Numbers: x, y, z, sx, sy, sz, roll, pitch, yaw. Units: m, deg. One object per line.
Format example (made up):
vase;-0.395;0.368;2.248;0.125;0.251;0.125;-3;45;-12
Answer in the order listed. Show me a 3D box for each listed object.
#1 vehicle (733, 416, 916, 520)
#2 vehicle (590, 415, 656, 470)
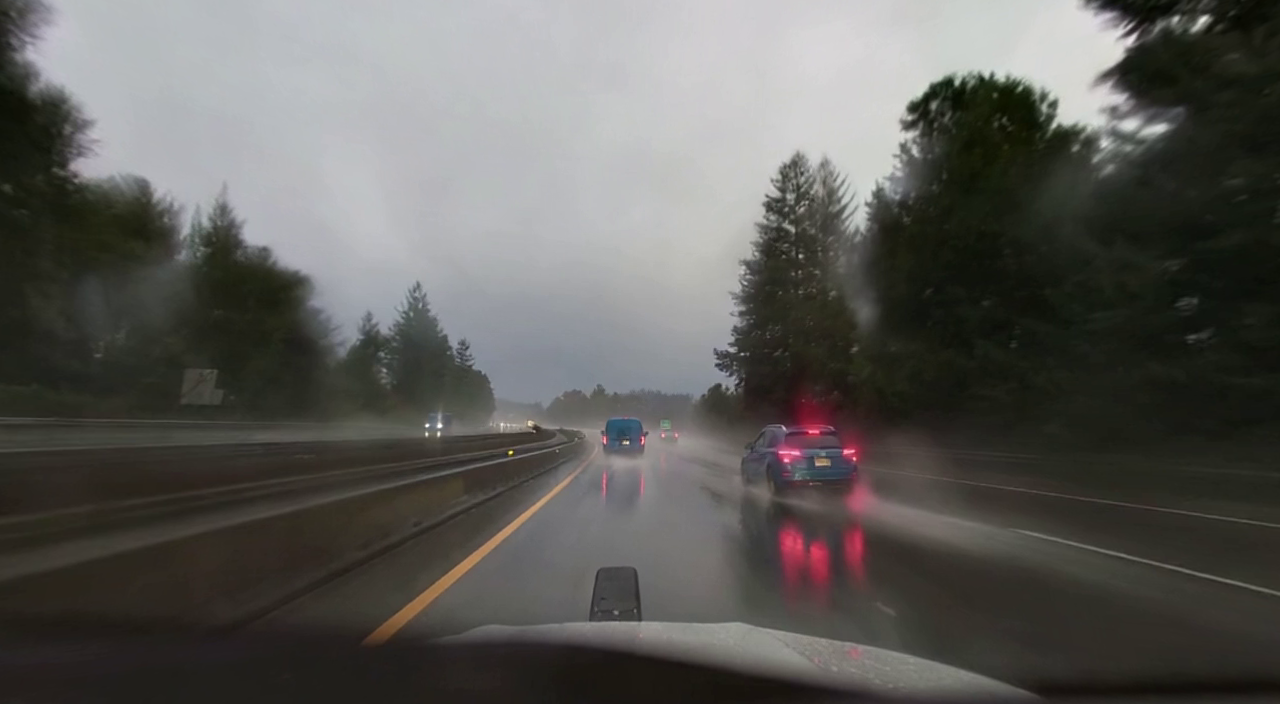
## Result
vehicle;3.172;2.079;11.855;2.078;1.600;4.012;0;-8;-2
vehicle;-0.663;3.619;25.472;2.403;1.994;4.683;0;-8;-1
